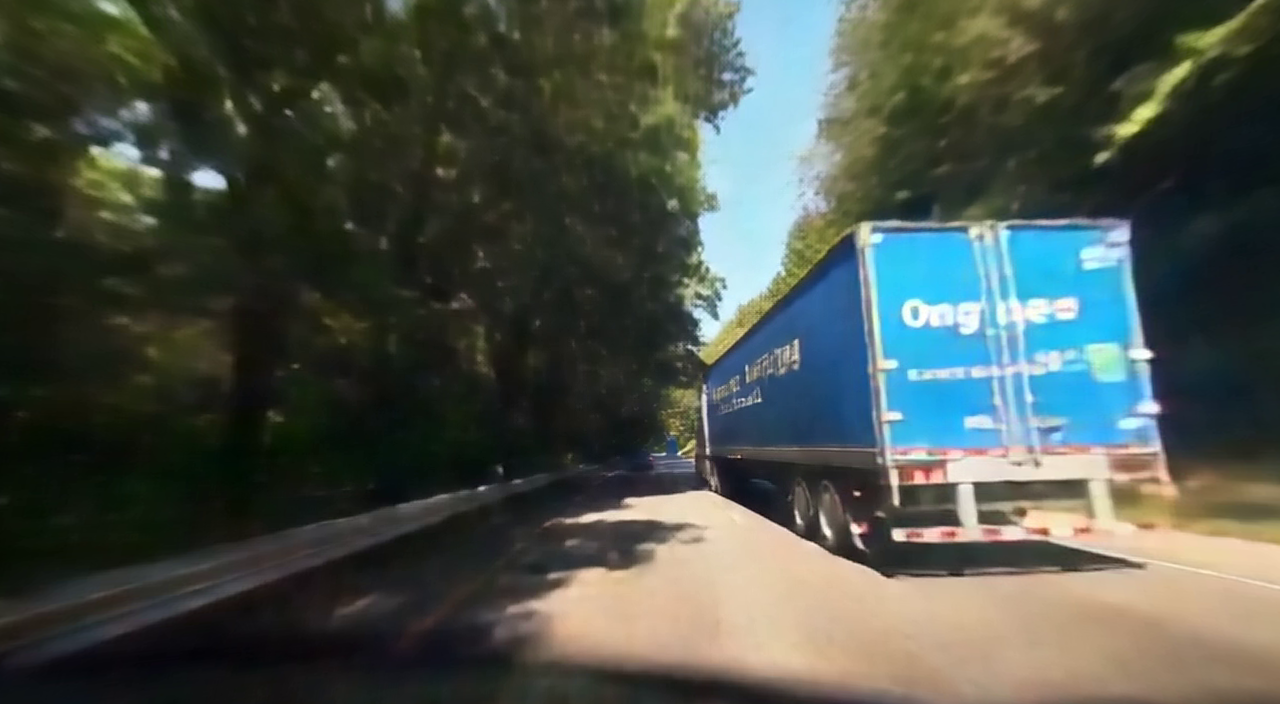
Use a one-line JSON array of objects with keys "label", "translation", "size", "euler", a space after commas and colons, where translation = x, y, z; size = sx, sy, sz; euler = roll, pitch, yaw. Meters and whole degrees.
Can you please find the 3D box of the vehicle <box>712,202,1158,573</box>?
[{"label": "vehicle", "translation": [3.791, 1.183, 12.587], "size": [3.440, 4.090, 11.380], "euler": [-1, -9, 1]}]
